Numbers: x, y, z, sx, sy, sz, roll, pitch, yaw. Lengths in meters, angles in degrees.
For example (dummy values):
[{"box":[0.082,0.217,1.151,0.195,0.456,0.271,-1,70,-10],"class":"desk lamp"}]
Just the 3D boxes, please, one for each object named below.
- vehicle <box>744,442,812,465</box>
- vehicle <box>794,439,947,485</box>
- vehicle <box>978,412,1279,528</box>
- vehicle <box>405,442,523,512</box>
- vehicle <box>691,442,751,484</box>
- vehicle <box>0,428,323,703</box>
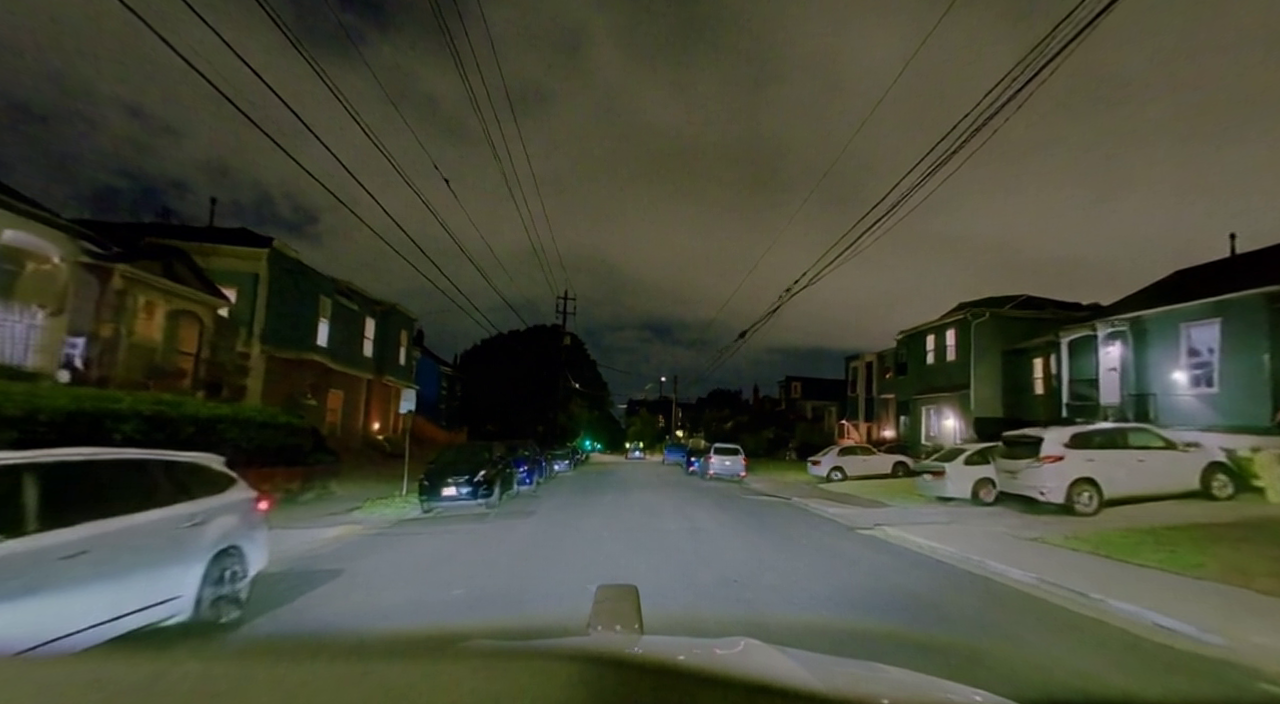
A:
[{"box":[9.305,6.893,42.835,4.148,1.516,1.976,0,-8,-2],"class":"vehicle"},{"box":[7.739,3.736,21.597,4.480,1.497,1.884,0,-9,1],"class":"vehicle"},{"box":[8.838,2.047,11.252,4.512,1.841,1.912,0,-9,-4],"class":"vehicle"},{"box":[-4.212,3.024,15.857,1.745,1.490,4.304,0,-9,0],"class":"vehicle"},{"box":[3.228,4.515,25.938,1.916,1.587,3.986,0,-9,0],"class":"vehicle"},{"box":[-4.049,1.196,3.645,1.925,1.463,4.700,0,-9,1],"class":"vehicle"}]
